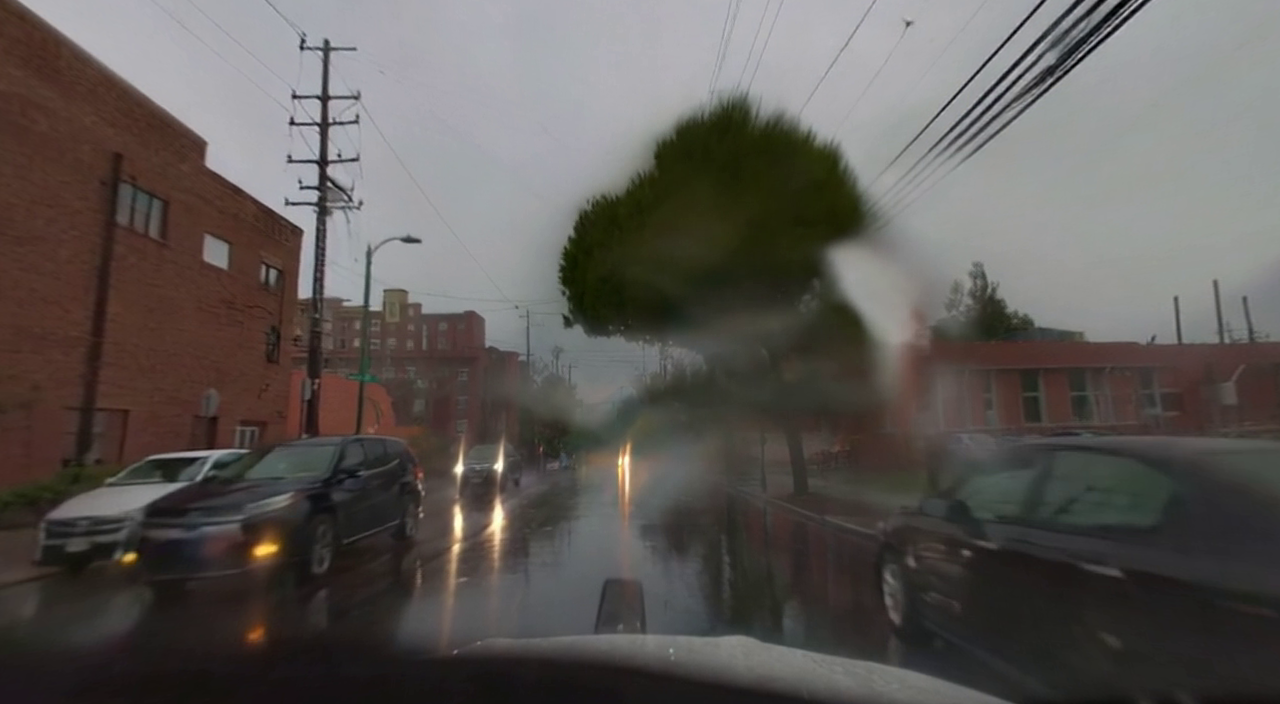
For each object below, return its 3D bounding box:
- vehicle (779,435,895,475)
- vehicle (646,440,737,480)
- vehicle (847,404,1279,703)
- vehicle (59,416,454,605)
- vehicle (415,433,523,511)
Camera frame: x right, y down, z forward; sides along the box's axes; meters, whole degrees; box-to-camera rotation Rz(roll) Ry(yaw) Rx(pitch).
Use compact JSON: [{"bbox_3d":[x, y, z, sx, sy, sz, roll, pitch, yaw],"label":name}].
[{"bbox_3d":[9.850,5.212,32.040,5.167,1.895,2.140,-1,-8,3],"label":"vehicle"},{"bbox_3d":[2.453,5.019,29.666,3.994,1.736,2.059,7,-11,-42],"label":"vehicle"},{"bbox_3d":[2.724,1.073,2.927,1.913,1.509,4.436,0,-8,-2],"label":"vehicle"},{"bbox_3d":[-4.510,1.902,8.665,2.236,1.834,4.743,-1,-8,3],"label":"vehicle"},{"bbox_3d":[-4.507,3.201,17.419,1.918,1.823,4.536,0,-8,-3],"label":"vehicle"}]
